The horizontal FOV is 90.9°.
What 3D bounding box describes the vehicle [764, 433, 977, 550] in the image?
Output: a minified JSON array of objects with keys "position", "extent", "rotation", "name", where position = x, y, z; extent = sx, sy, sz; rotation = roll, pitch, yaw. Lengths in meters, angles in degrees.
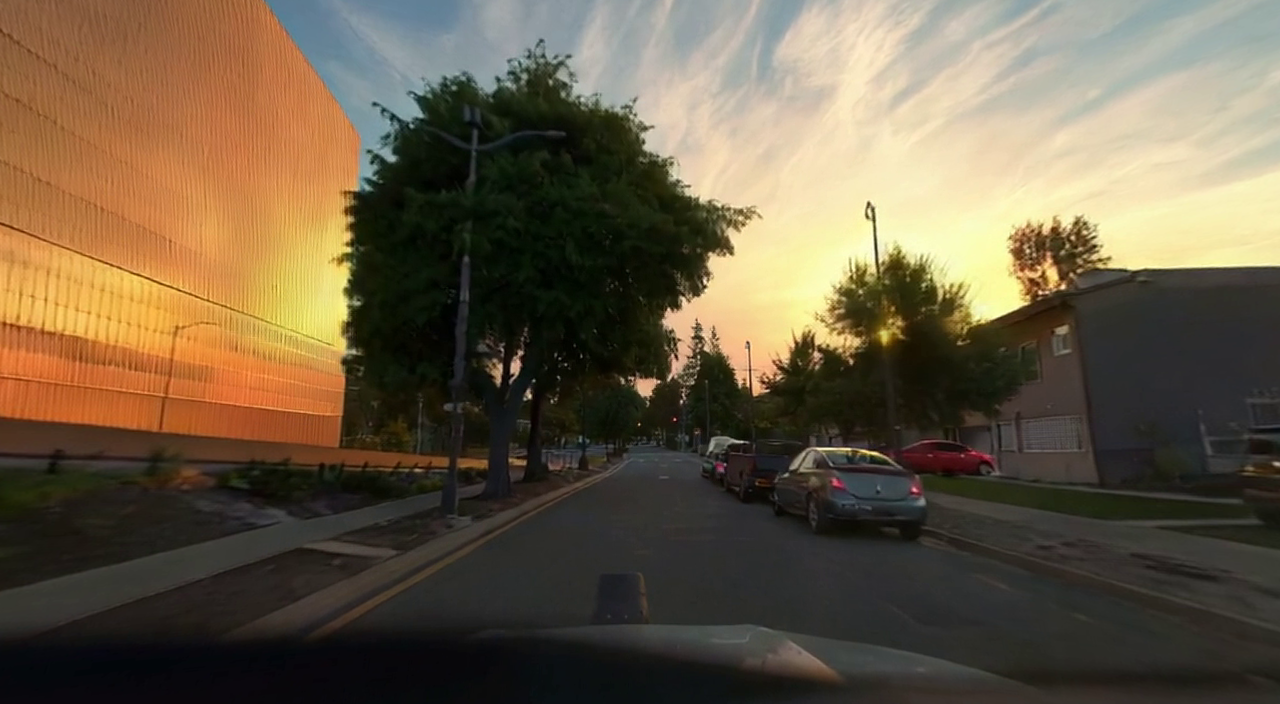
[{"position":[3.326,2.084,10.161],"extent":[1.848,1.442,4.425],"rotation":[0,-9,1],"name":"vehicle"}]
